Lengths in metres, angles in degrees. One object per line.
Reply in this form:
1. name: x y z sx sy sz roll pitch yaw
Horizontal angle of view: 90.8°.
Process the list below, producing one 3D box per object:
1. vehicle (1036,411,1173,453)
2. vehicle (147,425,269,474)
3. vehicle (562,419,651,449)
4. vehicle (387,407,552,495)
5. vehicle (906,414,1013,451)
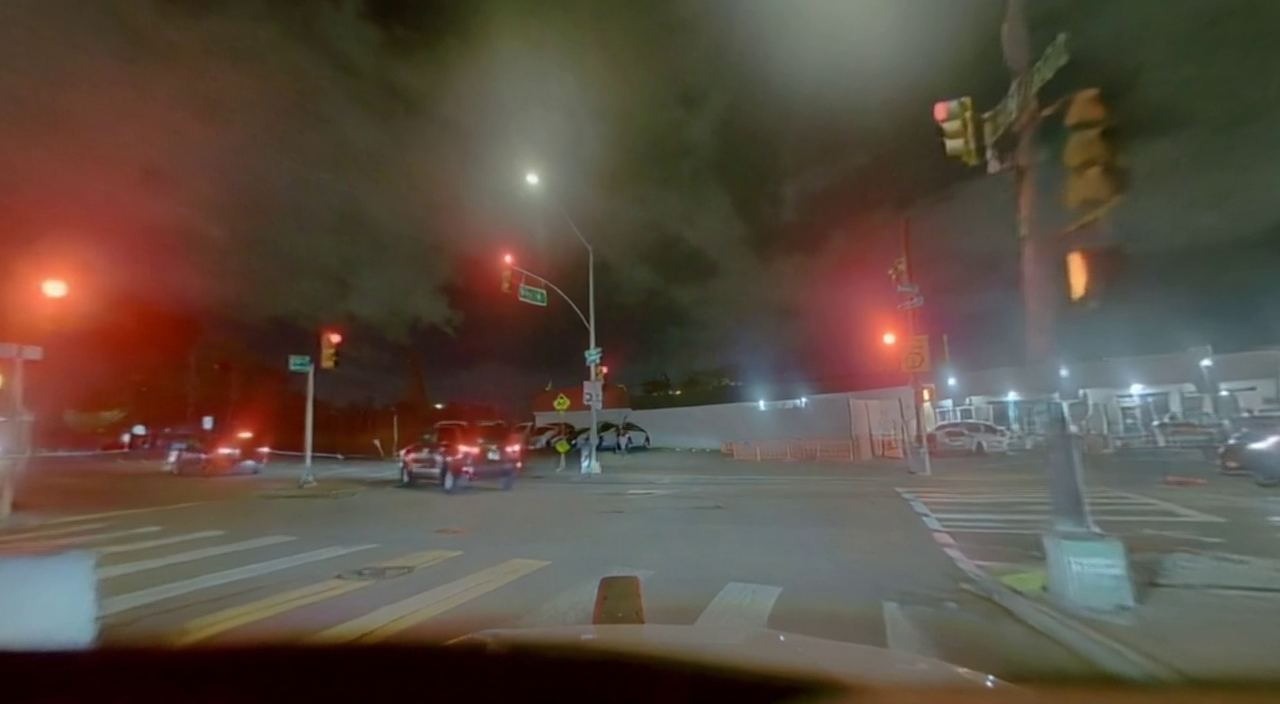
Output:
1. vehicle: 20.334 3.569 27.941 4.550 1.704 1.922 -5 -9 28
2. vehicle: -18.656 4.187 27.205 5.548 1.911 2.206 -5 -10 32
3. vehicle: -2.088 5.070 39.004 5.080 1.766 2.272 -5 -8 31
4. vehicle: -4.533 2.499 16.208 2.256 1.859 5.118 6 -10 -37
5. vehicle: 15.373 3.929 30.580 4.382 1.688 1.937 -4 -9 26
